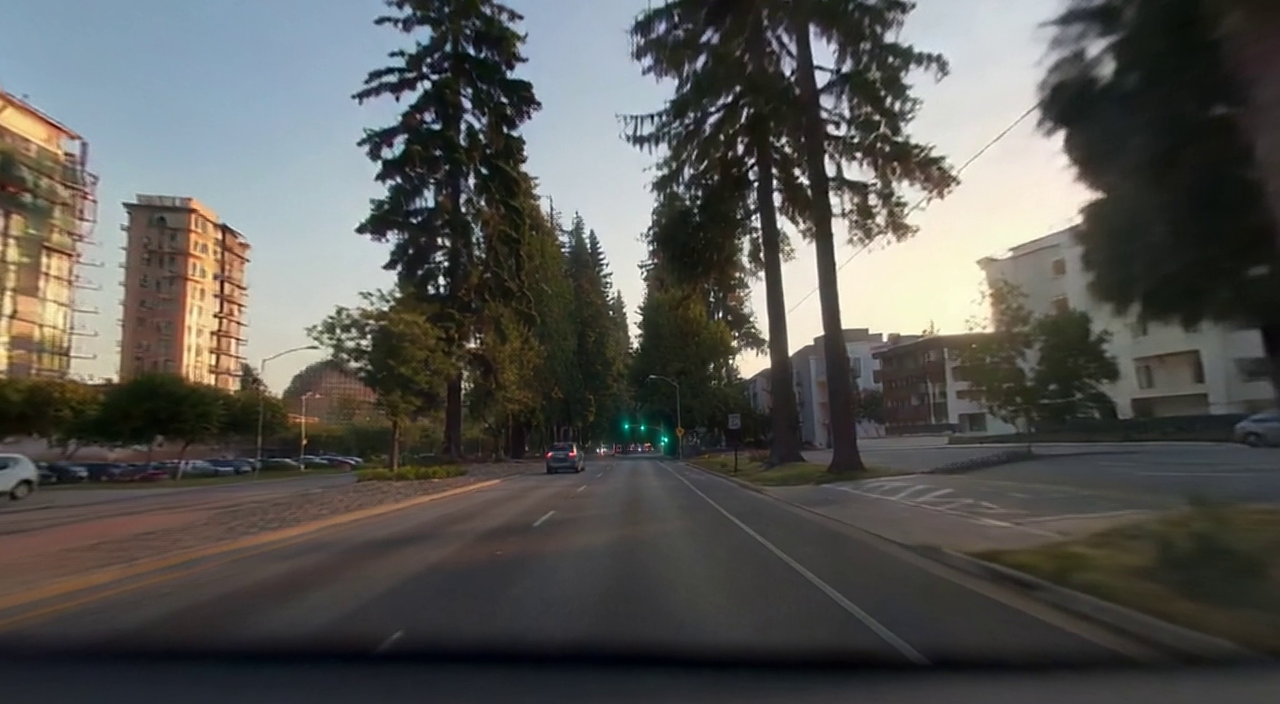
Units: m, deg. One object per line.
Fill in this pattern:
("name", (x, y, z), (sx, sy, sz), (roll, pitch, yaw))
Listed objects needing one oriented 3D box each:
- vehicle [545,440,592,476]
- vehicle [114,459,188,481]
("vehicle", (-3.715, 5.582, 33.511), (1.959, 1.741, 4.141), (0, -9, 1))
("vehicle", (-36.937, 8.901, 47.765), (3.950, 1.513, 1.797), (-1, -9, -5))
